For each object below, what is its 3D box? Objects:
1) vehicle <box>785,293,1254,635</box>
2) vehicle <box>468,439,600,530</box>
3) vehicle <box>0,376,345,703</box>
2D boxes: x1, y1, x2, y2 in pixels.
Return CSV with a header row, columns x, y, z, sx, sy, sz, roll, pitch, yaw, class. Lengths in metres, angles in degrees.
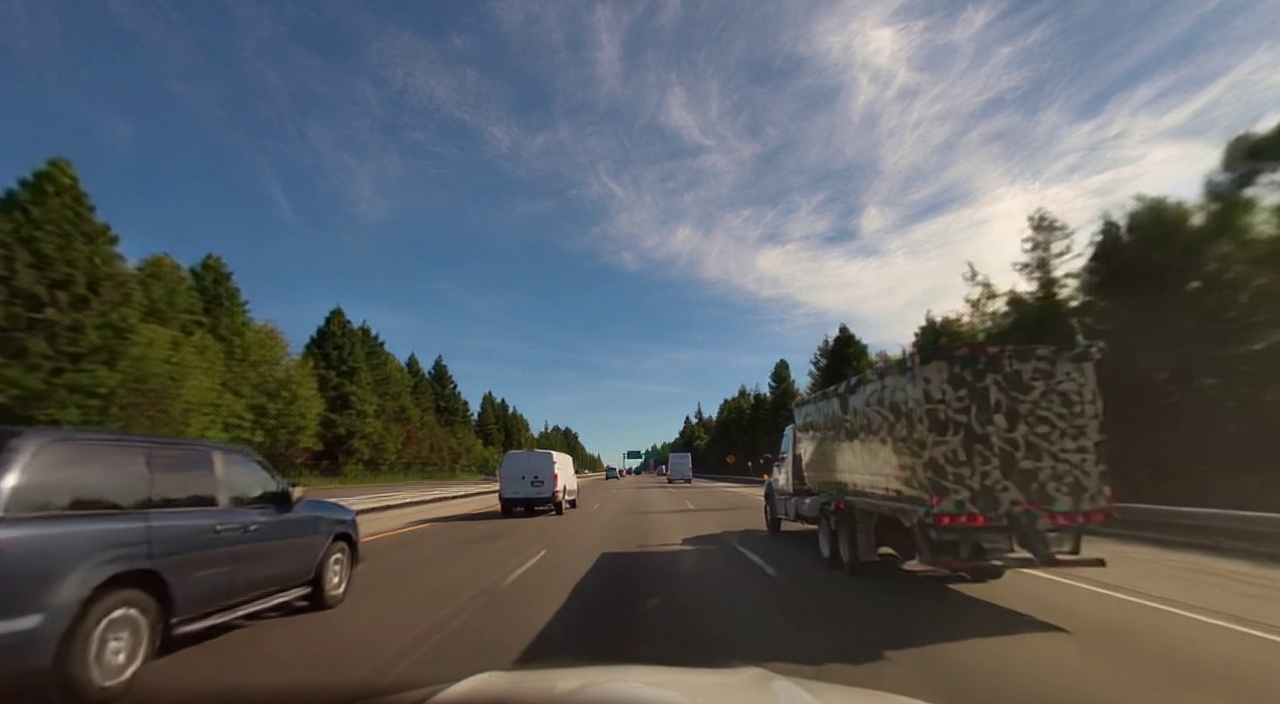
x,y,z,sx,sy,sz,roll,pitch,yaw,class
3.867,1.394,8.133,2.703,2.988,5.097,1,-11,0,vehicle
-2.464,3.346,16.268,2.378,1.930,5.086,0,-11,2,vehicle
-3.762,1.099,3.503,2.124,1.671,4.262,1,-11,0,vehicle
